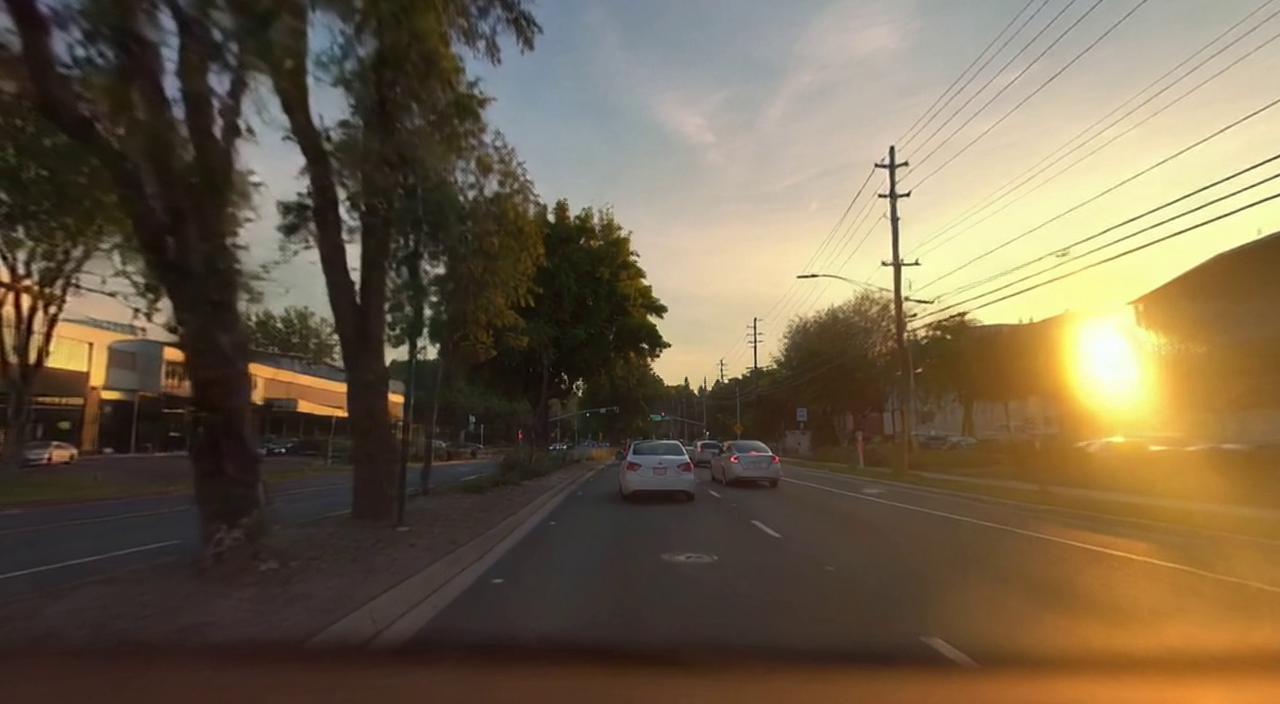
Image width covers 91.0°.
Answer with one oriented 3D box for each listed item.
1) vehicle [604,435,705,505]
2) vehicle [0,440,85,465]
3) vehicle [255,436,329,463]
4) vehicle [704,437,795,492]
[{"bbox_3d":[0.231,2.800,15.433,2.144,1.473,4.028,0,-8,-2],"label":"vehicle"},{"bbox_3d":[-38.699,6.383,40.117,1.804,1.478,4.485,-4,-8,26],"label":"vehicle"},{"bbox_3d":[-26.038,7.295,47.223,4.687,1.894,2.149,4,-9,-28],"label":"vehicle"},{"bbox_3d":[3.172,3.346,19.158,1.985,1.489,4.036,0,-8,-1],"label":"vehicle"}]
